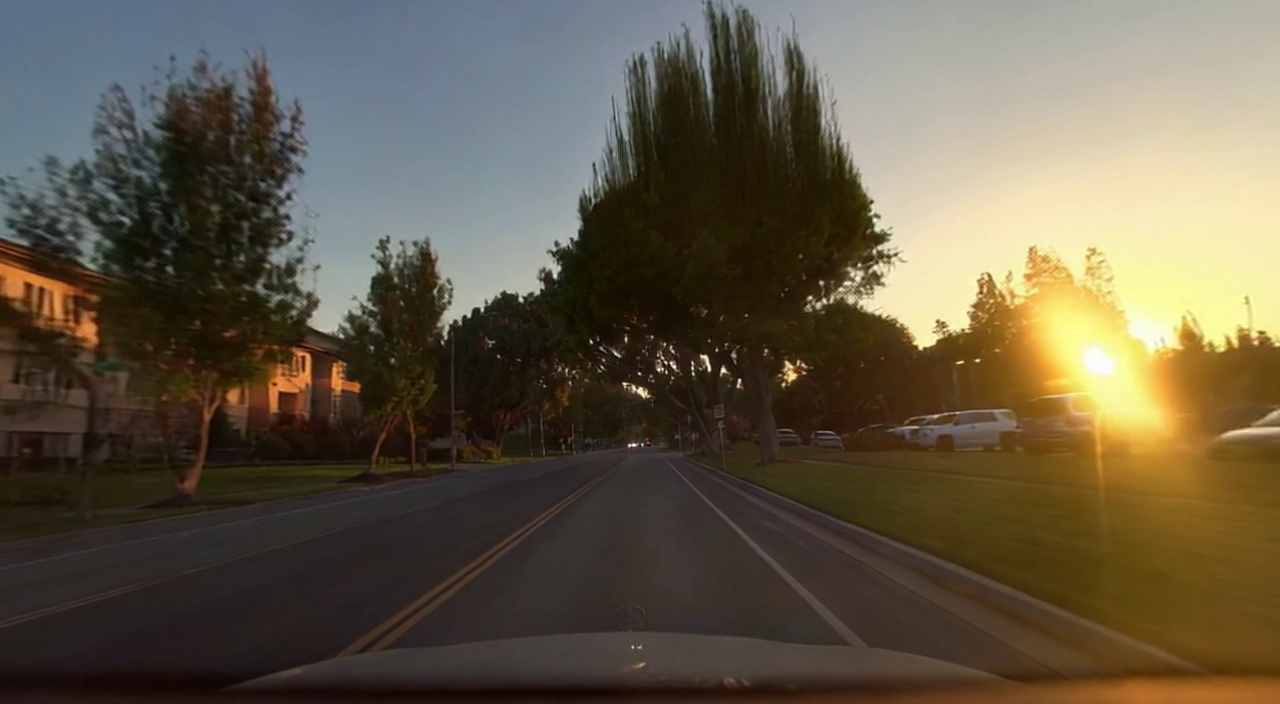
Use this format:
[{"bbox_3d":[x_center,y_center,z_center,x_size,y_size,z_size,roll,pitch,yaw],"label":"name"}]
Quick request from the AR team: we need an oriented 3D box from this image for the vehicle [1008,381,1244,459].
[{"bbox_3d":[12.298,1.789,16.156,4.540,1.824,1.965,1,-8,-6],"label":"vehicle"}]
